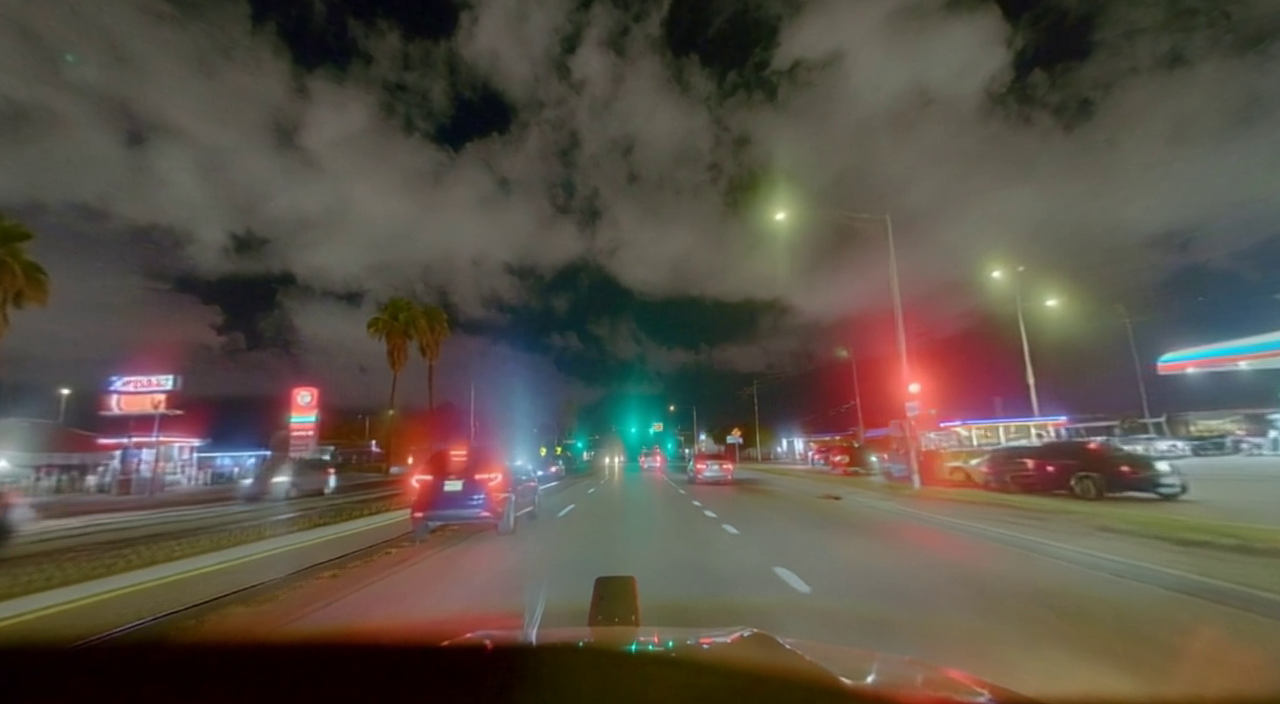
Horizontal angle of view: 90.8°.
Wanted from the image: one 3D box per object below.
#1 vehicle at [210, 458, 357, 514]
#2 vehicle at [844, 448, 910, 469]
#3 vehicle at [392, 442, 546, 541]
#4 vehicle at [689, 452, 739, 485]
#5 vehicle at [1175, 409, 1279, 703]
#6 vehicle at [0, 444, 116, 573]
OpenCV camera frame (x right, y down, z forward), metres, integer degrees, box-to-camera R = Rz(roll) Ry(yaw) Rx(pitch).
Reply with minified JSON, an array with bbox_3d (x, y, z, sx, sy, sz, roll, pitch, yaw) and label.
[{"bbox_3d":[-11.406,4.279,20.675,1.940,1.550,4.525,1,-9,3],"label":"vehicle"},{"bbox_3d":[18.131,8.085,48.236,4.750,1.478,1.998,5,-10,-29],"label":"vehicle"},{"bbox_3d":[-3.032,2.539,12.175,2.021,1.550,4.090,0,-9,-3],"label":"vehicle"},{"bbox_3d":[3.522,5.599,30.623,1.889,1.448,4.262,0,-9,0],"label":"vehicle"},{"bbox_3d":[3.535,0.716,0.839,1.987,1.474,4.198,0,-9,1],"label":"vehicle"},{"bbox_3d":[-10.390,2.185,8.591,2.169,1.853,4.853,-1,-9,3],"label":"vehicle"}]
